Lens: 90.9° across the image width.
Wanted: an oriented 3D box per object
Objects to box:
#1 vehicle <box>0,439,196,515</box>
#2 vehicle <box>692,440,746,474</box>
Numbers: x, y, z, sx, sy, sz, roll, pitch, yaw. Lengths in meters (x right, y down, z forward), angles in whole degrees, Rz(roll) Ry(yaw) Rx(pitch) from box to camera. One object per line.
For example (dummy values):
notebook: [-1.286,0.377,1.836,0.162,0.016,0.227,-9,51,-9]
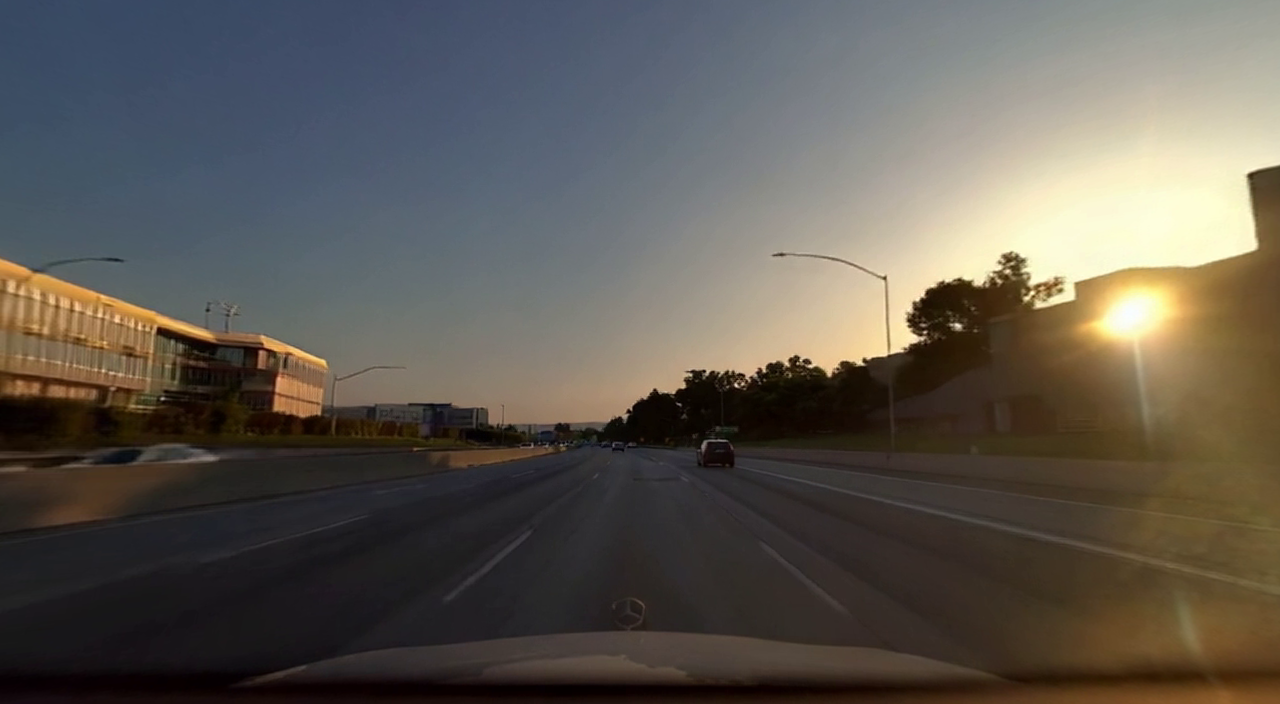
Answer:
vehicle: [-13.036,2.812,14.754,1.940,1.482,4.653,0,-8,0]
vehicle: [3.651,4.925,29.877,1.926,1.477,4.025,0,-8,-1]
